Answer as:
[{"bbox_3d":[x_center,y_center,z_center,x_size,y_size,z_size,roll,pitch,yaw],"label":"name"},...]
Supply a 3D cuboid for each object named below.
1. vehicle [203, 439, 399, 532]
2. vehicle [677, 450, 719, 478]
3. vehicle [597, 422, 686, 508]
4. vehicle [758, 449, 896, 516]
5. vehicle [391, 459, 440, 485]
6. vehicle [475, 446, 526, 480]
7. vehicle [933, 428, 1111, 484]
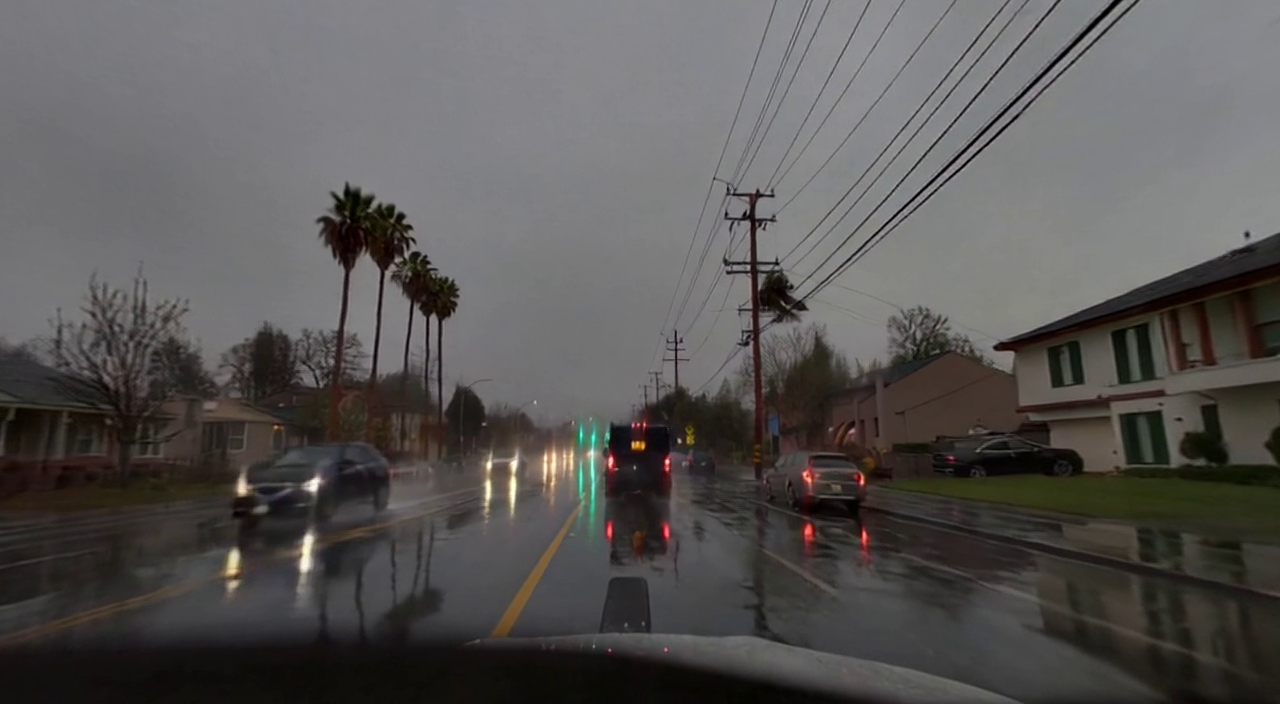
[{"bbox_3d":[-6.967,2.751,13.597,1.965,1.653,4.251,0,-9,-3],"label":"vehicle"},{"bbox_3d":[3.441,6.755,38.313,1.946,1.530,4.240,0,-9,-3],"label":"vehicle"},{"bbox_3d":[-0.102,3.077,17.593,2.168,2.040,4.527,0,-9,-3],"label":"vehicle"},{"bbox_3d":[4.574,3.225,16.200,2.022,1.456,4.246,0,-9,-3],"label":"vehicle"},{"bbox_3d":[-13.981,7.439,39.384,1.841,1.356,3.938,-3,-8,-4],"label":"vehicle"},{"bbox_3d":[-7.697,6.152,35.192,1.993,1.737,4.353,0,-9,-2],"label":"vehicle"},{"bbox_3d":[13.381,3.638,22.345,4.749,1.699,2.311,-2,-7,-1],"label":"vehicle"}]
